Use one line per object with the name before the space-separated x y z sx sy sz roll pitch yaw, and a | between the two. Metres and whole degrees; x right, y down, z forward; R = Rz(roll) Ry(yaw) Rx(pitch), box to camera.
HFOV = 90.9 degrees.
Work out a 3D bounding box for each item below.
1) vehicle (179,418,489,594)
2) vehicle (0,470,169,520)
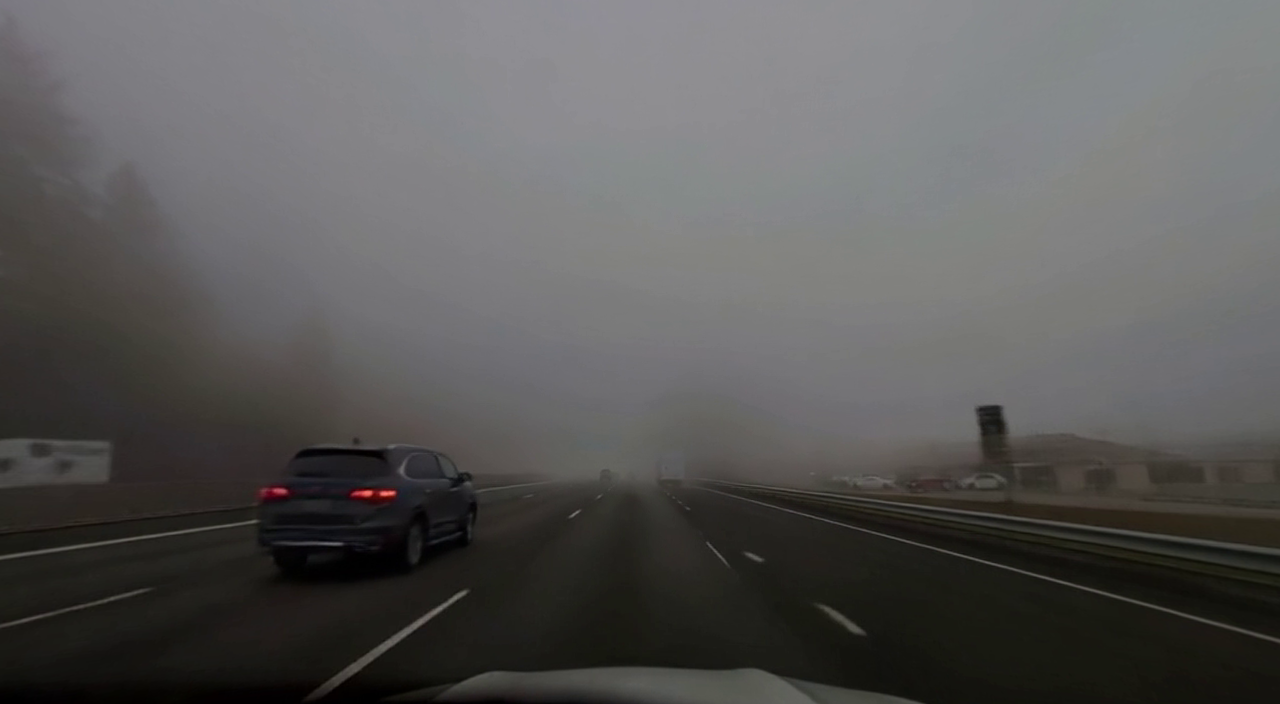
vehicle | -3.862 2.093 9.239 2.036 1.835 4.888 1 -10 0
vehicle | -18.955 4.843 21.729 1.802 1.457 4.631 1 -10 0
